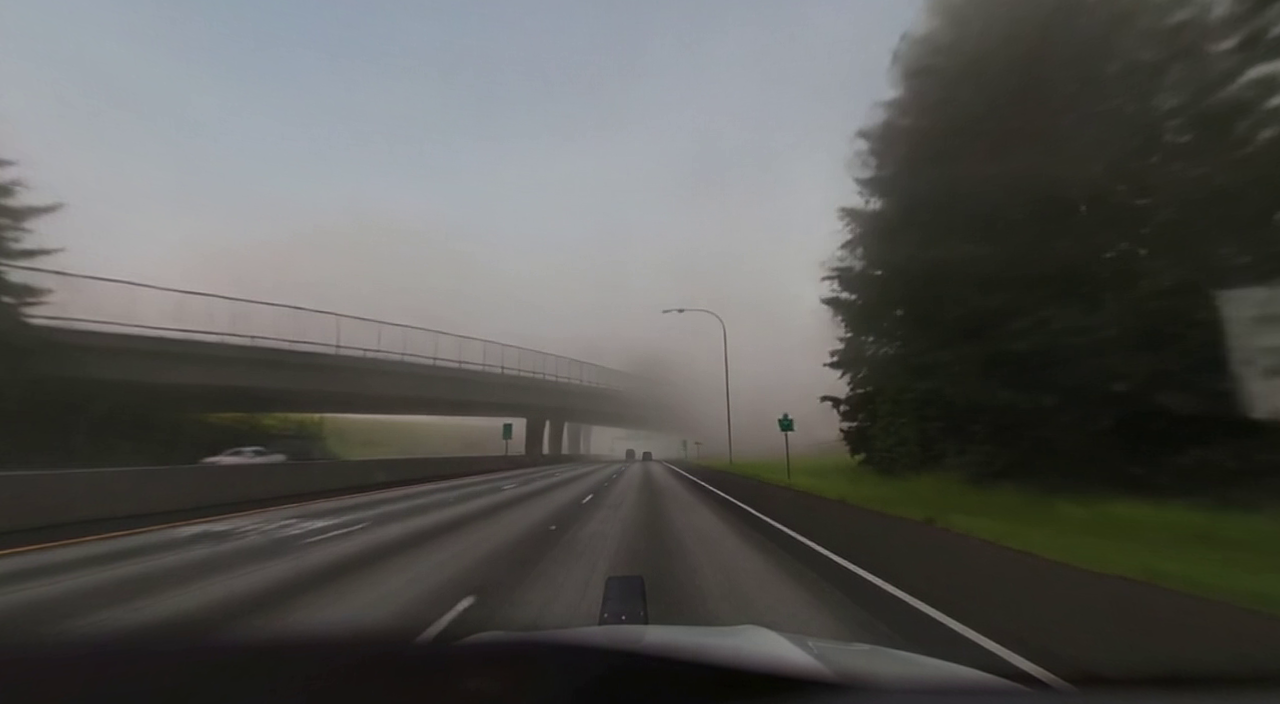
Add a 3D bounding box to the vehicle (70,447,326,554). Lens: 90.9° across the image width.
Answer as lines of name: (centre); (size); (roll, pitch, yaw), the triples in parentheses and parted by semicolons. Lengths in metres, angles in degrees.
vehicle: (-19.140, 6.304, 29.045); (2.858, 3.768, 11.969); (0, -8, 1)
